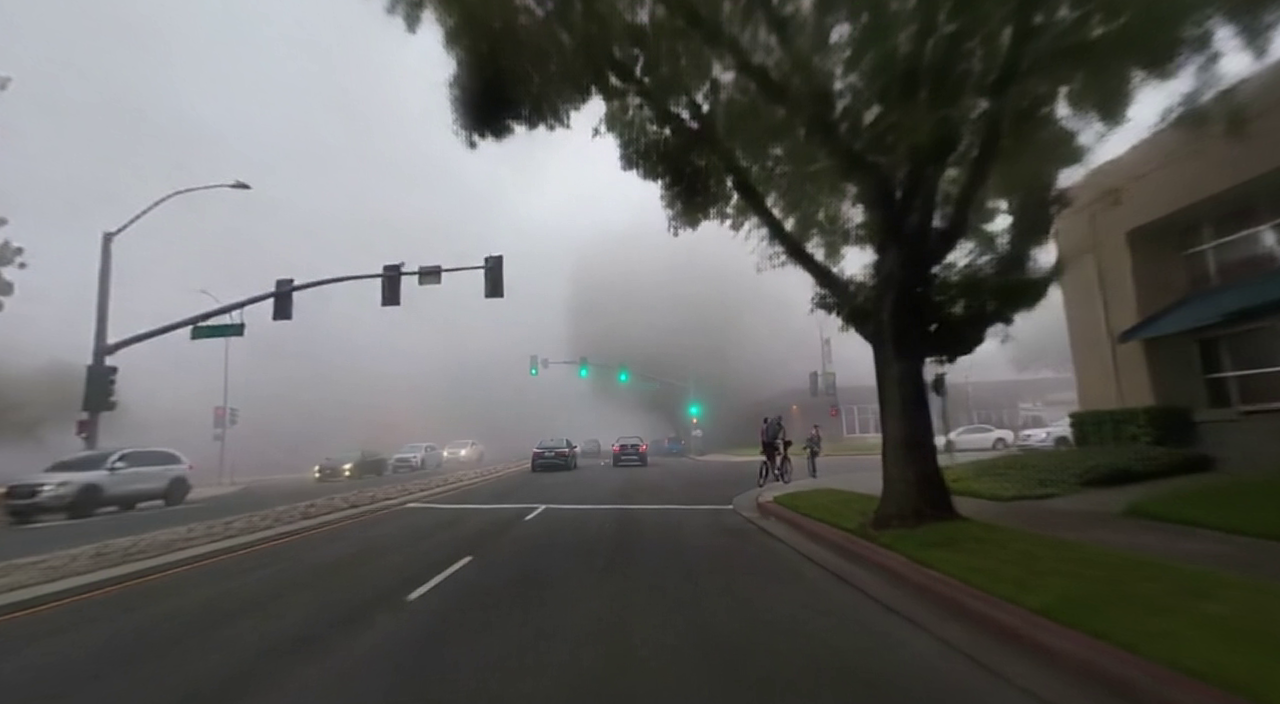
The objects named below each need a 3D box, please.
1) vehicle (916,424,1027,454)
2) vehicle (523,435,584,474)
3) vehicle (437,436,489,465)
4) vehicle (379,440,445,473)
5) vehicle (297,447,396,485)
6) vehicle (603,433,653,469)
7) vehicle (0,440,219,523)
[{"bbox_3d":[17.165,4.538,32.896,4.517,1.455,2.233,-1,-8,3],"label":"vehicle"},{"bbox_3d":[-3.575,4.319,26.821,1.921,1.477,4.083,0,-8,1],"label":"vehicle"},{"bbox_3d":[-12.375,6.919,44.501,2.260,1.921,4.902,0,-8,0],"label":"vehicle"},{"bbox_3d":[-12.602,5.809,35.261,1.986,1.712,4.399,0,-8,1],"label":"vehicle"},{"bbox_3d":[-12.587,4.883,27.469,1.909,1.462,4.608,-1,-8,3],"label":"vehicle"},{"bbox_3d":[-0.537,4.468,28.620,2.085,1.475,3.976,0,-8,-1],"label":"vehicle"},{"bbox_3d":[-13.190,3.113,15.827,1.999,1.755,4.518,-1,-8,2],"label":"vehicle"}]
